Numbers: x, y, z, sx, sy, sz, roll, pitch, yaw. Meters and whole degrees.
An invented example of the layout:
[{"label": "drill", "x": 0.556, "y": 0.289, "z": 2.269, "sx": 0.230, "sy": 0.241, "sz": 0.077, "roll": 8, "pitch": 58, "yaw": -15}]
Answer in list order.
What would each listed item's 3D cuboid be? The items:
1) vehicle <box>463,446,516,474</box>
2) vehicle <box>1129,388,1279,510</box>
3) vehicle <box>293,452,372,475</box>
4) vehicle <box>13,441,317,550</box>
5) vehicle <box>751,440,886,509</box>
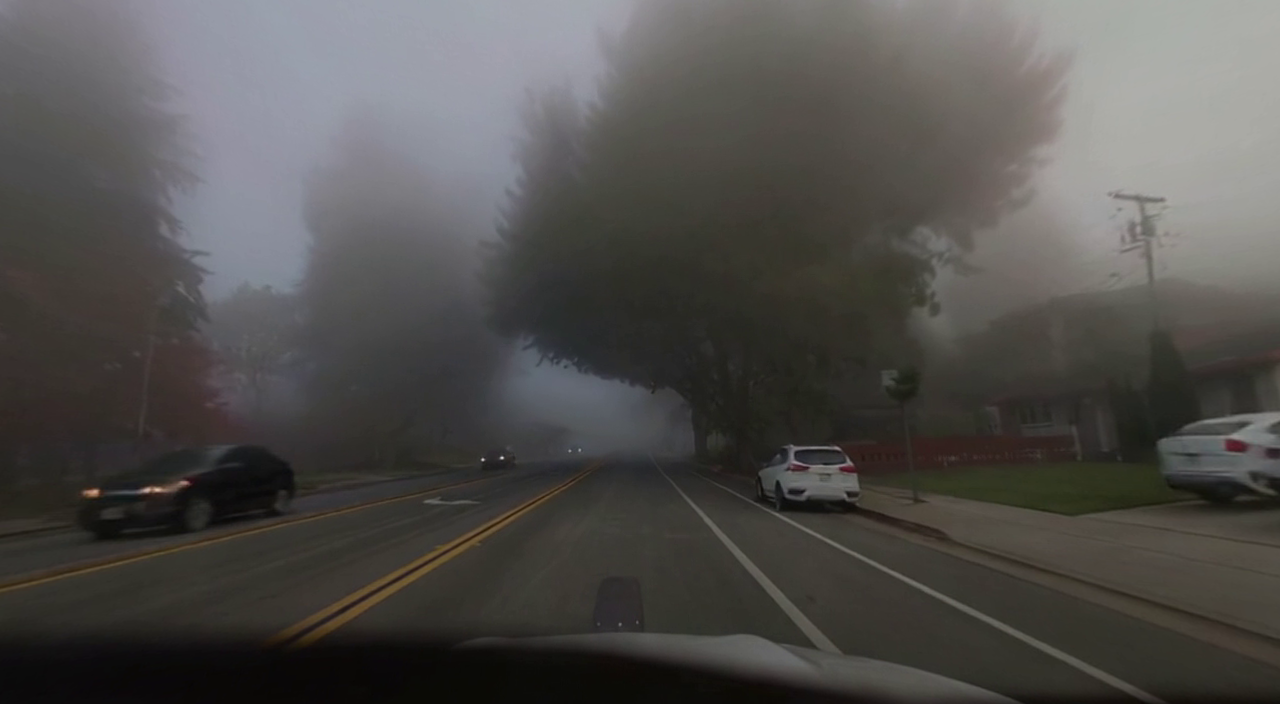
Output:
[{"label": "vehicle", "x": -8.637, "y": 6.218, "z": 36.650, "sx": 1.920, "sy": 1.516, "sz": 4.311, "roll": 0, "pitch": -8, "yaw": 1}, {"label": "vehicle", "x": 10.874, "y": 1.507, "z": 10.025, "sx": 4.615, "sy": 1.705, "sz": 1.979, "roll": 0, "pitch": -8, "yaw": -4}, {"label": "vehicle", "x": -21.338, "y": 7.747, "z": 43.978, "sx": 4.551, "sy": 1.473, "sz": 1.855, "roll": 0, "pitch": -8, "yaw": -3}, {"label": "vehicle", "x": -8.242, "y": 2.476, "z": 11.728, "sx": 2.005, "sy": 1.589, "sz": 4.648, "roll": 0, "pitch": -8, "yaw": 0}, {"label": "vehicle", "x": 4.234, "y": 2.960, "z": 15.885, "sx": 2.011, "sy": 1.458, "sz": 4.633, "roll": 0, "pitch": -8, "yaw": 0}]
